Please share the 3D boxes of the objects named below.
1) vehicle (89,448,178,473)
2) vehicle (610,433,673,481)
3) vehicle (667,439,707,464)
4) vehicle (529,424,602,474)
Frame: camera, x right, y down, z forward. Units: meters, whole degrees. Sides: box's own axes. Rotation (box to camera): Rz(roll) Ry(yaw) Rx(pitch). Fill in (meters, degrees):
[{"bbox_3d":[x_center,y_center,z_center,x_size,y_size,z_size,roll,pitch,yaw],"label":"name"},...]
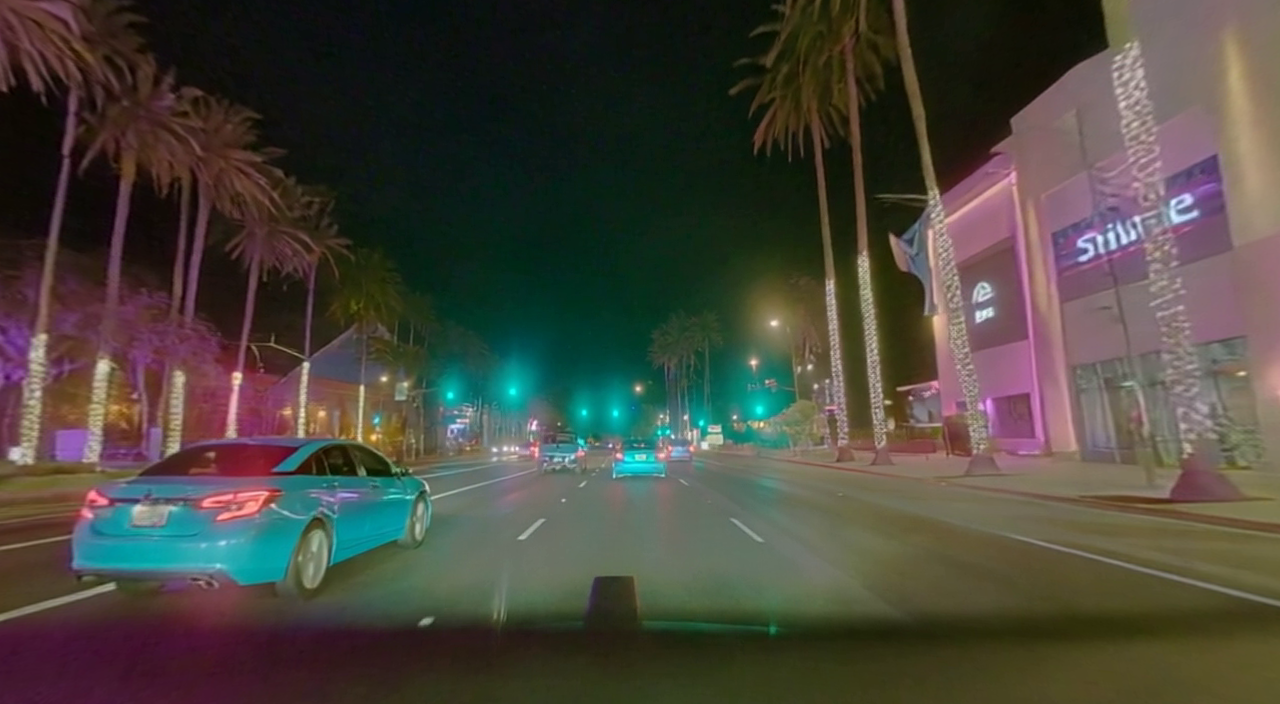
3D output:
[{"bbox_3d":[-34.510,7.392,43.210,4.278,1.652,2.100,-1,-9,3],"label":"vehicle"},{"bbox_3d":[0.012,3.939,23.875,2.160,1.615,4.117,0,-9,-1],"label":"vehicle"},{"bbox_3d":[2.895,6.312,40.182,2.085,1.482,4.491,0,-9,-2],"label":"vehicle"},{"bbox_3d":[-3.316,4.521,29.514,2.672,2.064,5.681,0,-9,0],"label":"vehicle"}]
